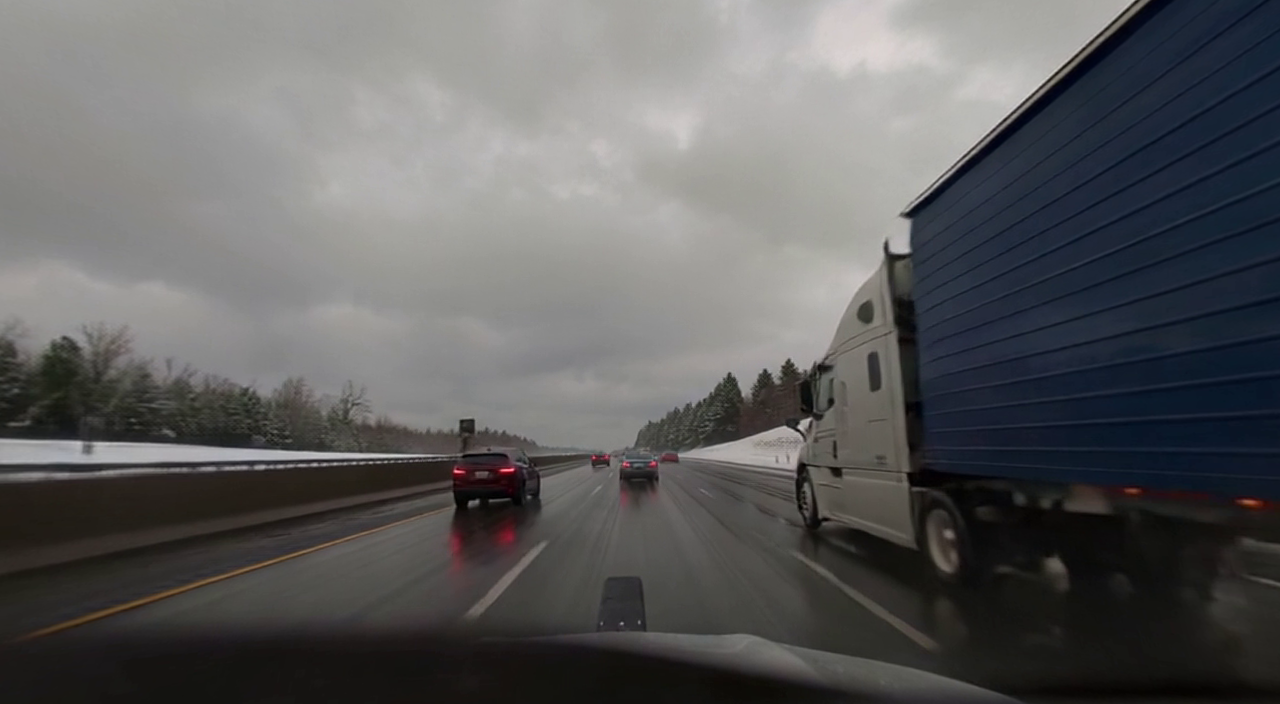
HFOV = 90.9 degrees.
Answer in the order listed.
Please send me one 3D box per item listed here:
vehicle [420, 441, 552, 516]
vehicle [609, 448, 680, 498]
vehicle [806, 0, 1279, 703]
[{"bbox_3d":[-3.604,3.056,15.725,2.153,1.581,4.375,0,-9,0],"label":"vehicle"},{"bbox_3d":[0.088,3.781,20.036,2.023,1.400,4.028,0,-9,-1],"label":"vehicle"},{"bbox_3d":[4.463,-0.103,3.846,2.905,4.109,14.332,0,-9,0],"label":"vehicle"}]
